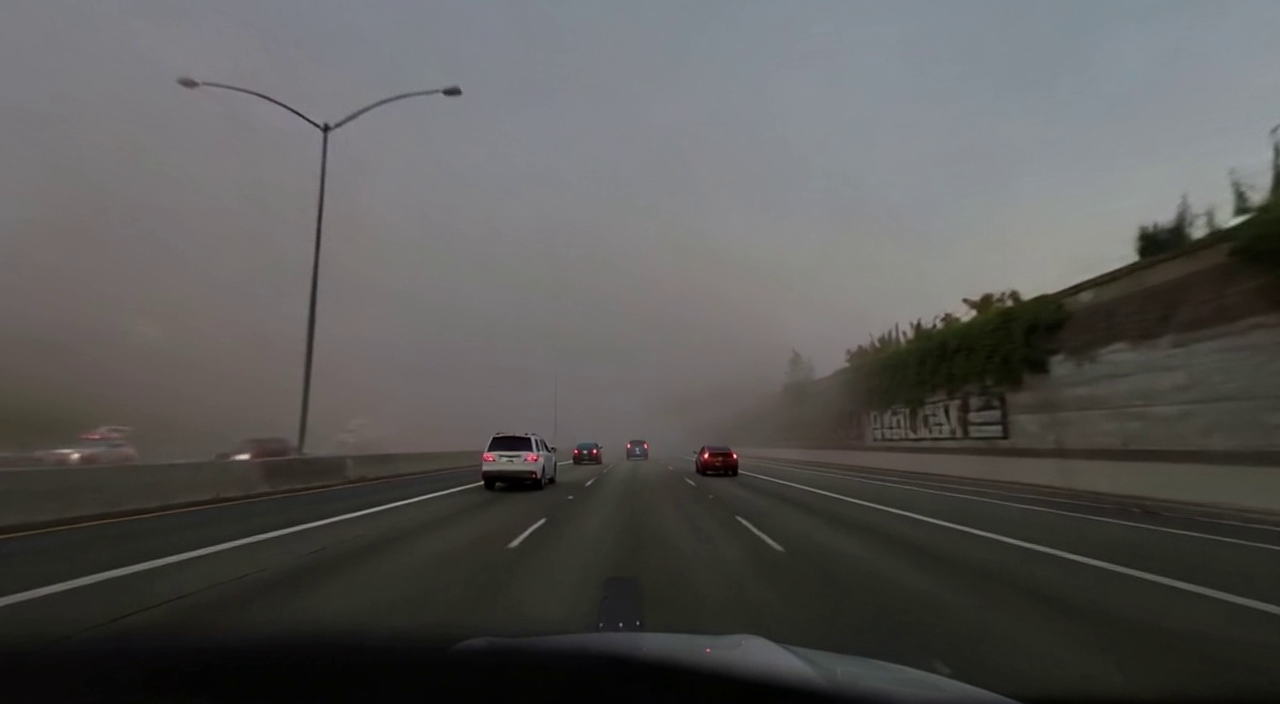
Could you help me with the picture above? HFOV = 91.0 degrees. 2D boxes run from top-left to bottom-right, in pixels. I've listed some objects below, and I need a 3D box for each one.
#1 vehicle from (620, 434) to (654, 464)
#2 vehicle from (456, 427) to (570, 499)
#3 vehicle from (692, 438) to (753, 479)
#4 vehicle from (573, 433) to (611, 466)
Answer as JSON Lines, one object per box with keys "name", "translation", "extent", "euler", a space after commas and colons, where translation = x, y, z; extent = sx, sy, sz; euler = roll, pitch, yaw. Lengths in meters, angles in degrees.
{"name": "vehicle", "translation": [-0.197, 7.525, 48.867], "extent": [2.485, 2.215, 5.199], "euler": [0, -9, 0]}
{"name": "vehicle", "translation": [-3.544, 3.232, 18.791], "extent": [2.184, 1.819, 5.441], "euler": [0, -9, 1]}
{"name": "vehicle", "translation": [3.838, 5.053, 30.130], "extent": [2.224, 1.752, 4.487], "euler": [0, -9, -1]}
{"name": "vehicle", "translation": [-3.372, 7.048, 45.472], "extent": [2.378, 2.214, 4.352], "euler": [0, -9, 0]}
